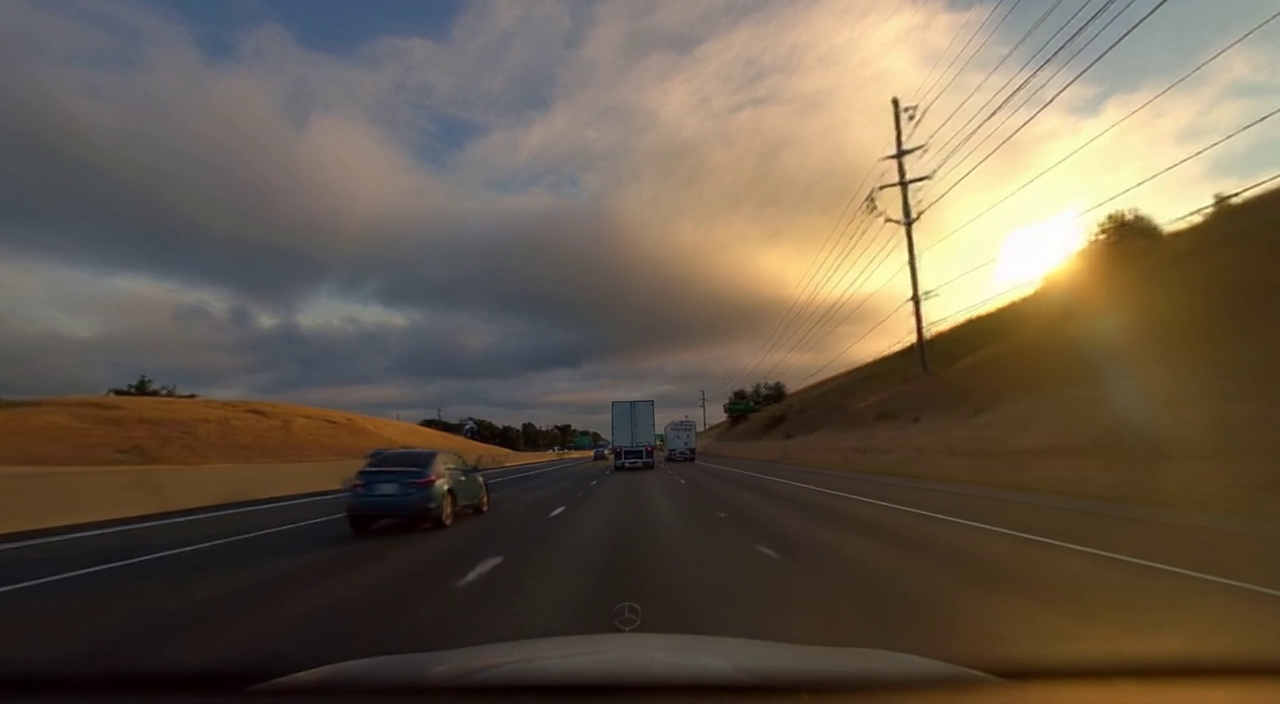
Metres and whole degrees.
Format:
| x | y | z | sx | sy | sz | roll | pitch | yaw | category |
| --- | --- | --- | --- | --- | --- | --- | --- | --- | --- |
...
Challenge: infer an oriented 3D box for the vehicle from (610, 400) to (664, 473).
| x | y | z | sx | sy | sz | roll | pitch | yaw | category |
| --- | --- | --- | --- | --- | --- | --- | --- | --- | --- |
| -0.137 | 5.476 | 40.225 | 2.985 | 4.025 | 10.982 | 0 | -9 | 0 | vehicle |

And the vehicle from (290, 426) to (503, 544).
| x | y | z | sx | sy | sz | roll | pitch | yaw | category |
| --- | --- | --- | --- | --- | --- | --- | --- | --- | --- |
| -3.964 | 2.237 | 11.236 | 2.050 | 1.679 | 4.253 | 0 | -9 | 0 | vehicle |
